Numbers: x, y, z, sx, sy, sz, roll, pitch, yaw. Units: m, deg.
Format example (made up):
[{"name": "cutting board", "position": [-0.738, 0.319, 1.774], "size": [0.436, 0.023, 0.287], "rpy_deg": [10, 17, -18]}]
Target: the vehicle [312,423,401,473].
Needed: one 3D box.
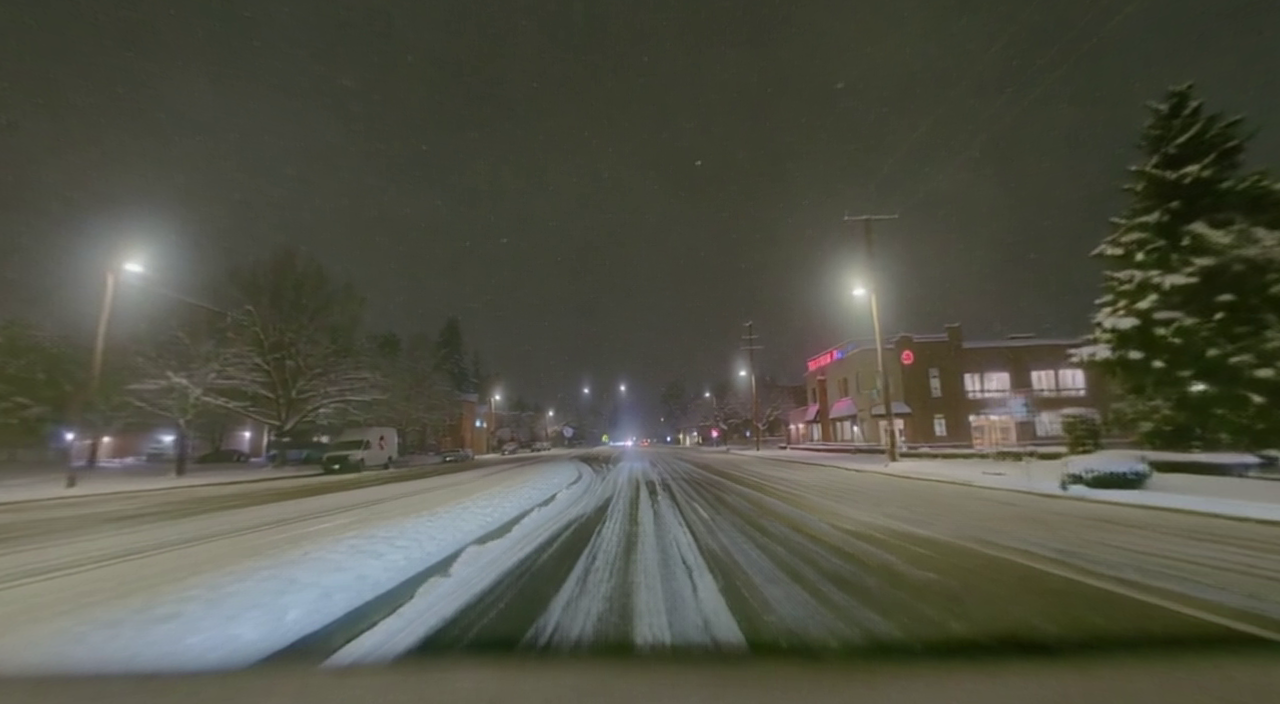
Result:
[{"name": "vehicle", "position": [-19.477, 6.663, 43.938], "size": [2.834, 3.225, 6.752], "rpy_deg": [0, -9, 1]}]
